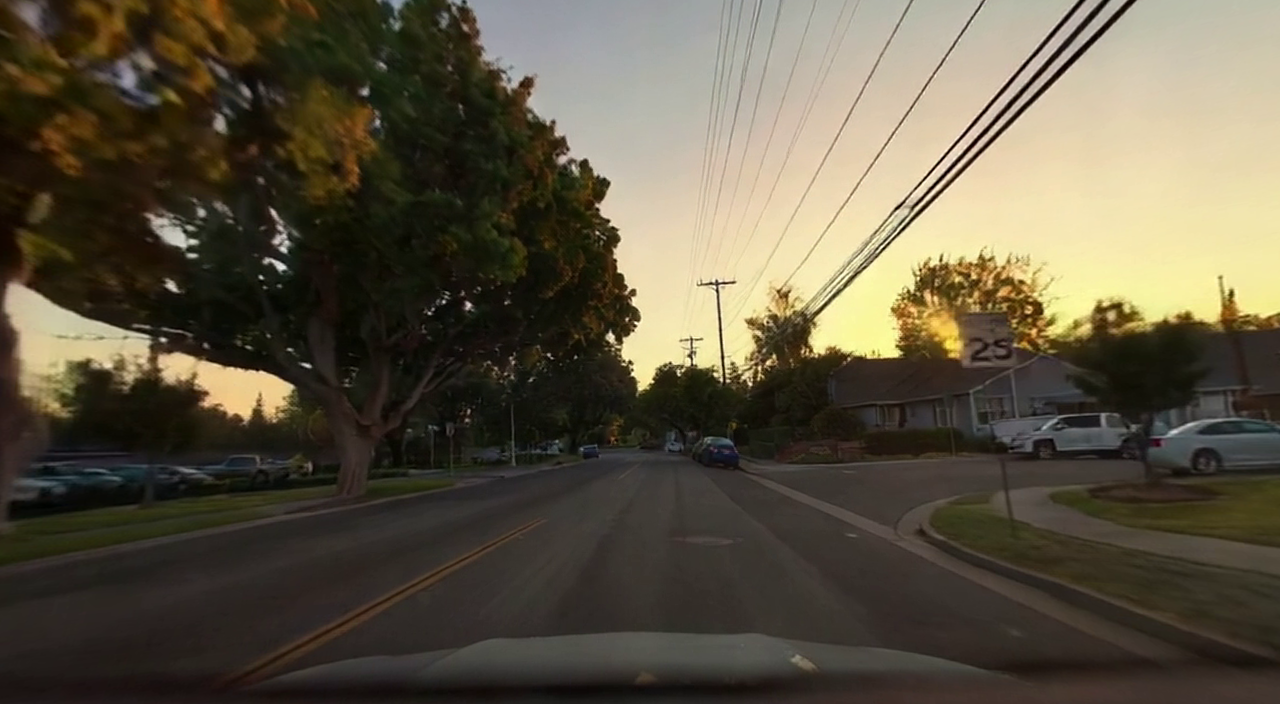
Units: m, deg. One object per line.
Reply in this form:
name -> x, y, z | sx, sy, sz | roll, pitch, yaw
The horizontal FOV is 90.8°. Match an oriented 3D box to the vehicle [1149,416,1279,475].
vehicle -> 16.664, 2.436, 16.561 | 4.727, 1.457, 1.958 | -1, -8, 7

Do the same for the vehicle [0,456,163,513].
vehicle -> -18.086, 4.177, 20.181 | 4.123, 1.603, 1.906 | 4, -9, -24

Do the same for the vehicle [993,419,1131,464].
vehicle -> 16.708, 3.568, 25.198 | 4.058, 1.697, 1.943 | 0, -8, 2

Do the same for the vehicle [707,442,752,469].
vehicle -> 4.967, 5.780, 35.525 | 1.990, 1.435, 4.526 | 0, -8, 2
